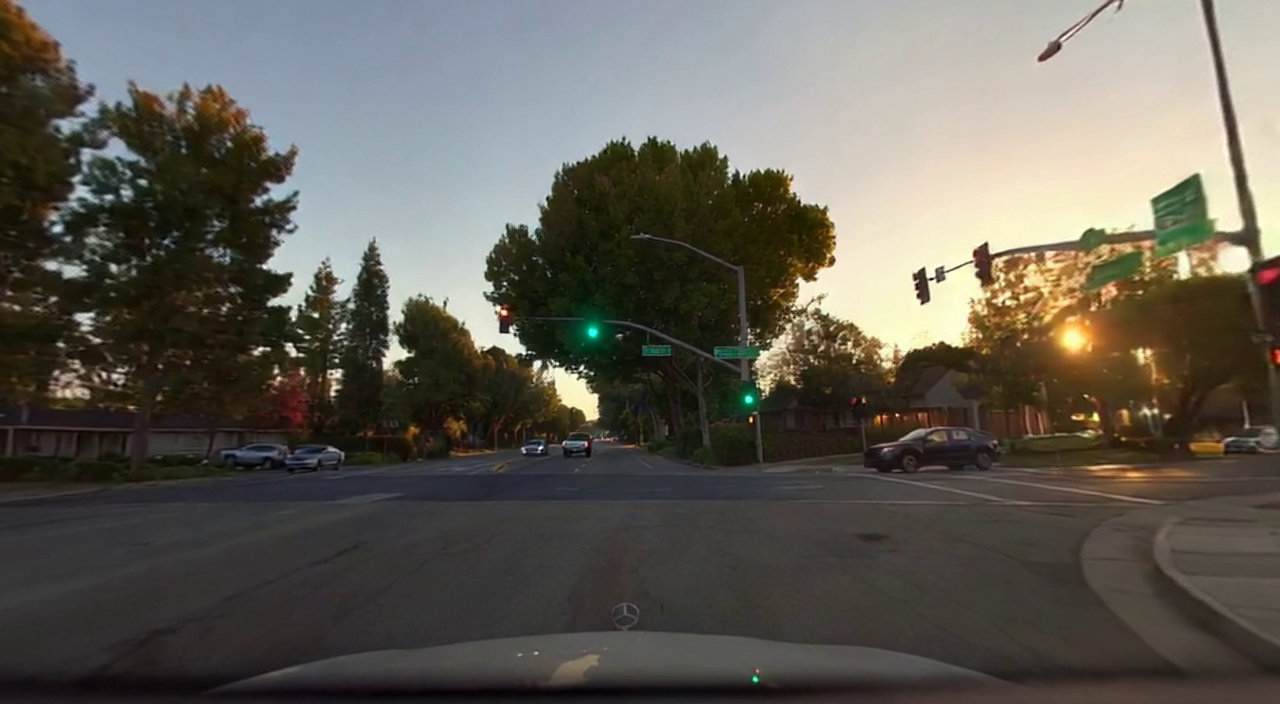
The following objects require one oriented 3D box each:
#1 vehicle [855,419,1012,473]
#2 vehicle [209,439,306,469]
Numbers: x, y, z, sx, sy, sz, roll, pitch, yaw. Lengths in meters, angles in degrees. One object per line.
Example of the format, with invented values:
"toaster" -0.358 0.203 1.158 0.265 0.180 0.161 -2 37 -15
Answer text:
"vehicle" 10.217 3.298 22.282 4.500 1.761 1.975 0 -8 -1
"vehicle" -23.876 6.381 39.529 4.772 1.745 2.058 -1 -8 4
